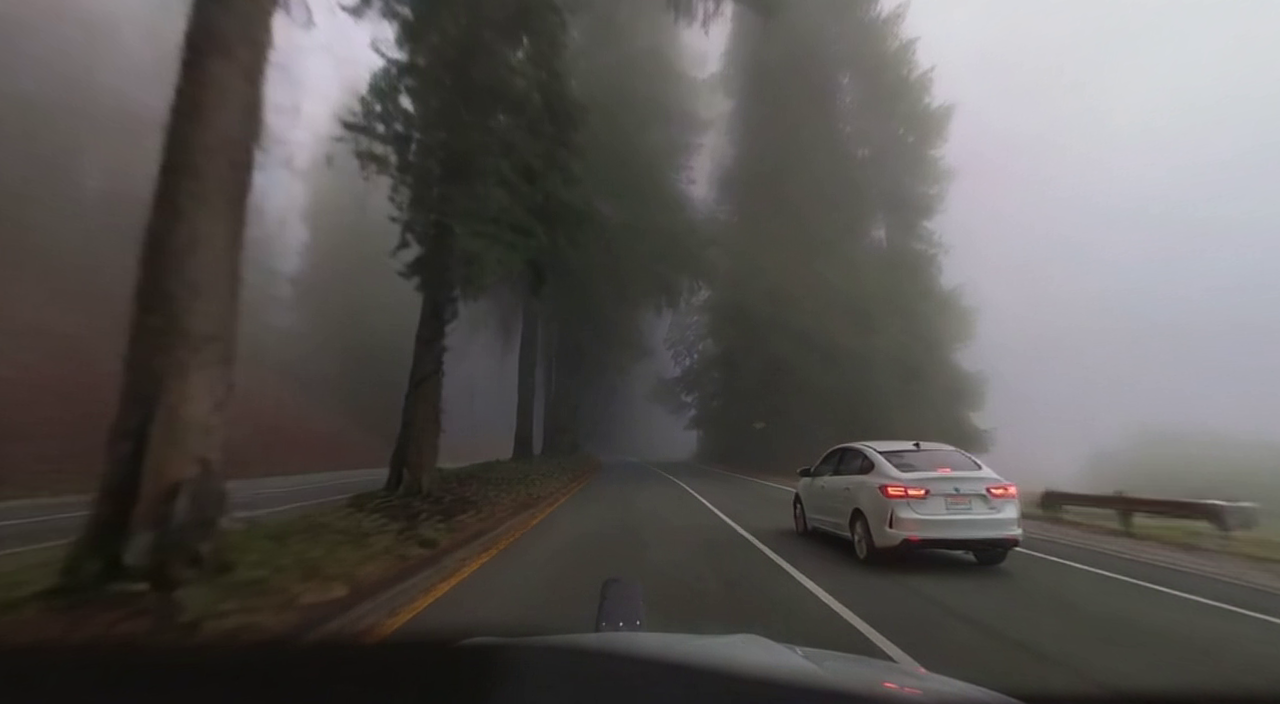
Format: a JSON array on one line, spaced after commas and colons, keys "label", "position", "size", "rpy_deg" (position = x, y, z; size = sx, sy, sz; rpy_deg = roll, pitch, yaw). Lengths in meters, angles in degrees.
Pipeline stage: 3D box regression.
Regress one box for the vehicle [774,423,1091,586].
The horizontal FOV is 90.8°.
[{"label": "vehicle", "position": [3.391, 1.859, 8.619], "size": [2.060, 1.584, 4.592], "rpy_deg": [0, -9, -1]}]
